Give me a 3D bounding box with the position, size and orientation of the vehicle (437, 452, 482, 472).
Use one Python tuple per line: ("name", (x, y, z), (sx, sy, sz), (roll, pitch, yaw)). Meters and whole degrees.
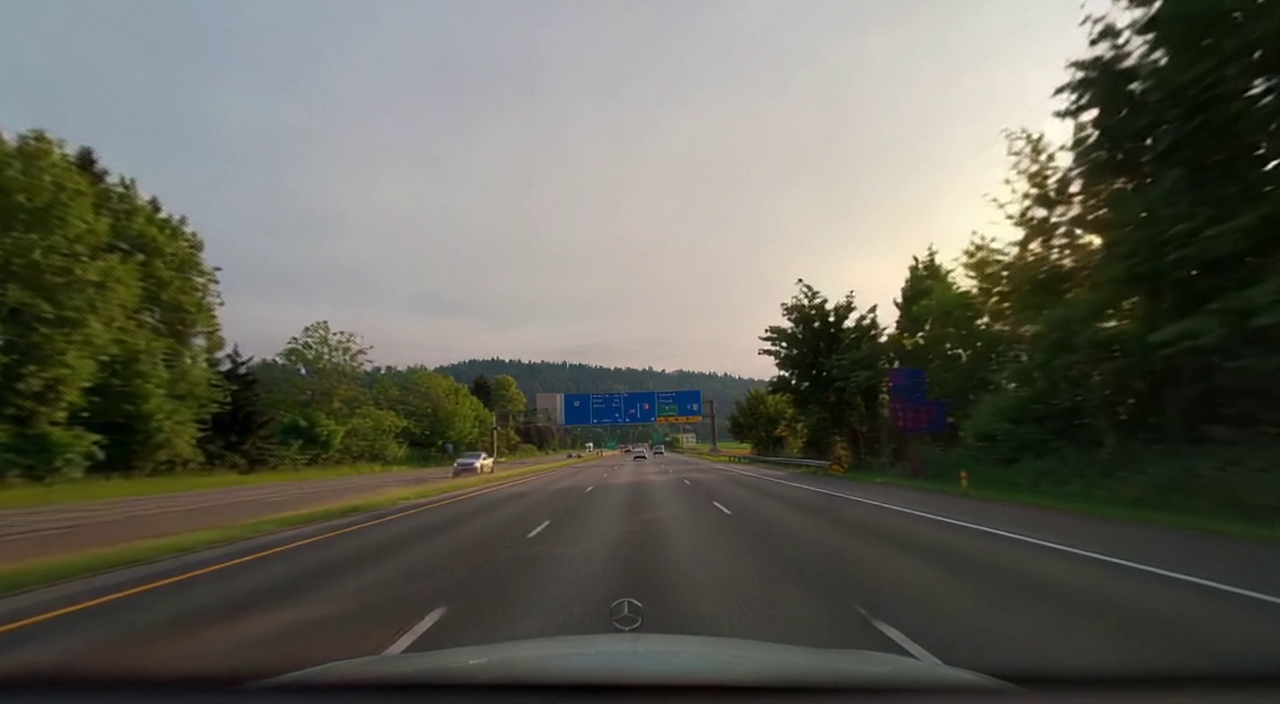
("vehicle", (-13.588, 8.298, 47.787), (2.159, 1.438, 4.323), (0, -9, 0))
